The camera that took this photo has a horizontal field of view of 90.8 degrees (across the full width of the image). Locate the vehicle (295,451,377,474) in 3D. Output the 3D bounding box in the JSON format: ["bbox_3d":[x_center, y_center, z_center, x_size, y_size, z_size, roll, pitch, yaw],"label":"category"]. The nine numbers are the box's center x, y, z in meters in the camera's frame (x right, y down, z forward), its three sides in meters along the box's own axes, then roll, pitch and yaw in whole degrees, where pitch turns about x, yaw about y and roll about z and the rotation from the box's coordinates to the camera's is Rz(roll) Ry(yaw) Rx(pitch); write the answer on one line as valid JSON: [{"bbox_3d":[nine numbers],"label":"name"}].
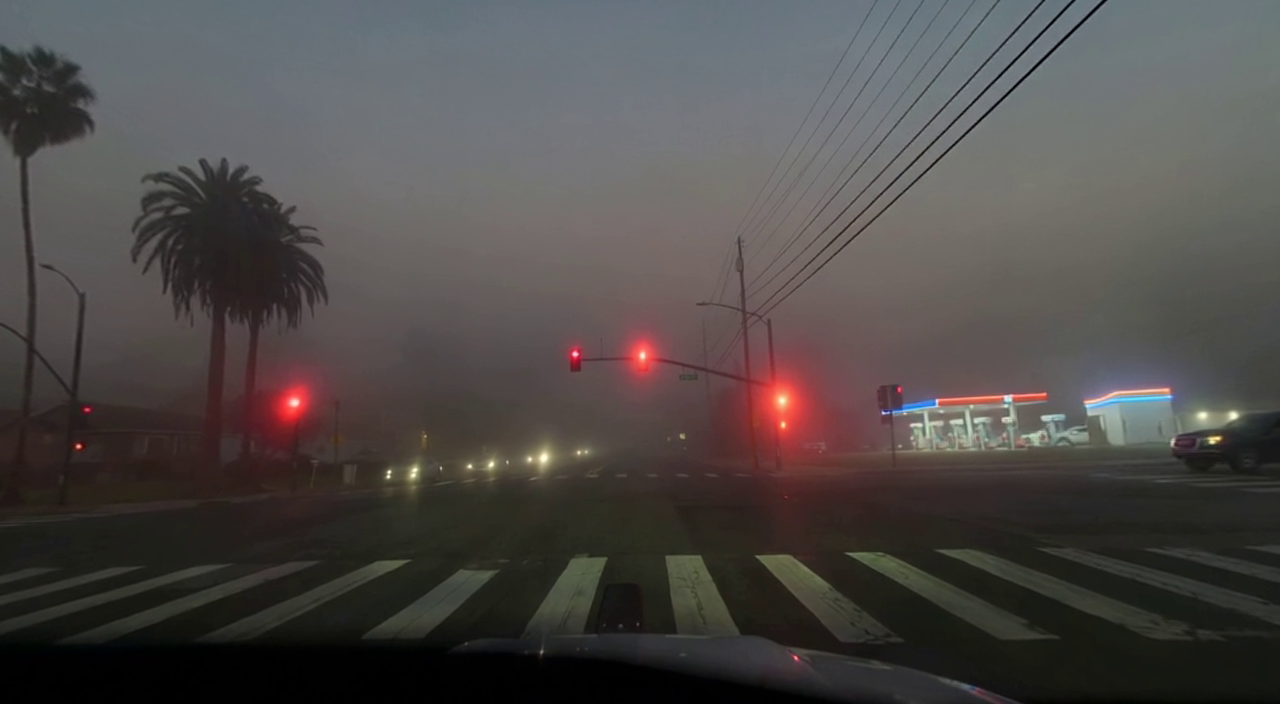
[{"bbox_3d":[-20.939,7.600,43.594,4.672,1.469,1.816,0,-9,-2],"label":"vehicle"}]

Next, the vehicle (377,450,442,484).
[{"bbox_3d":[-13.030,6.480,36.012,2.009,1.777,4.559,0,-9,-1],"label":"vehicle"}]

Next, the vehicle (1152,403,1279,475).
[{"bbox_3d":[17.378,2.390,17.312,5.086,1.817,1.952,0,-9,-5],"label":"vehicle"}]
